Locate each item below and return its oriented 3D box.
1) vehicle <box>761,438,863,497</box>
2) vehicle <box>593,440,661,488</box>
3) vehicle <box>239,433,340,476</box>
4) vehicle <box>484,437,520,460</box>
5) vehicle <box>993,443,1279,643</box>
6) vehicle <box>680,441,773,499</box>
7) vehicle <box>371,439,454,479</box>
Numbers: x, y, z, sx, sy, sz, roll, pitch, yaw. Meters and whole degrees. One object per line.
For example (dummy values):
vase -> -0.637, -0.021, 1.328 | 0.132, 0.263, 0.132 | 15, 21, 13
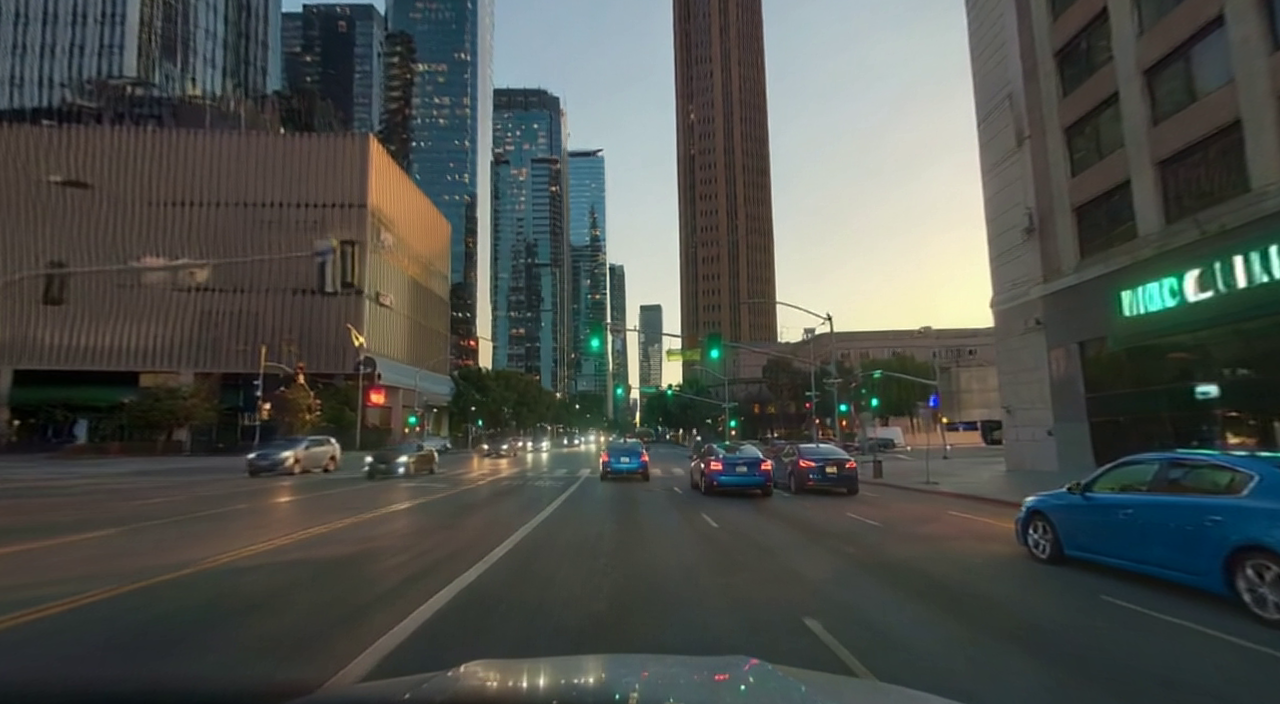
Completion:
vehicle -> 5.588, 3.785, 21.142 | 2.015, 1.745, 4.444 | 0, -8, -2
vehicle -> -0.438, 3.780, 21.664 | 2.096, 1.457, 4.160 | 0, -8, -1
vehicle -> -15.391, 4.513, 28.069 | 1.932, 1.760, 4.422 | 0, -8, -1
vehicle -> -10.347, 7.275, 47.601 | 1.879, 1.637, 4.100 | 0, -8, -1
vehicle -> 5.727, 1.629, 6.068 | 1.914, 1.484, 4.639 | 0, -8, -1
vehicle -> 2.397, 3.412, 18.690 | 1.987, 1.484, 4.427 | 0, -8, -2
vehicle -> -9.744, 4.593, 27.440 | 1.960, 1.568, 4.511 | 0, -8, 0
